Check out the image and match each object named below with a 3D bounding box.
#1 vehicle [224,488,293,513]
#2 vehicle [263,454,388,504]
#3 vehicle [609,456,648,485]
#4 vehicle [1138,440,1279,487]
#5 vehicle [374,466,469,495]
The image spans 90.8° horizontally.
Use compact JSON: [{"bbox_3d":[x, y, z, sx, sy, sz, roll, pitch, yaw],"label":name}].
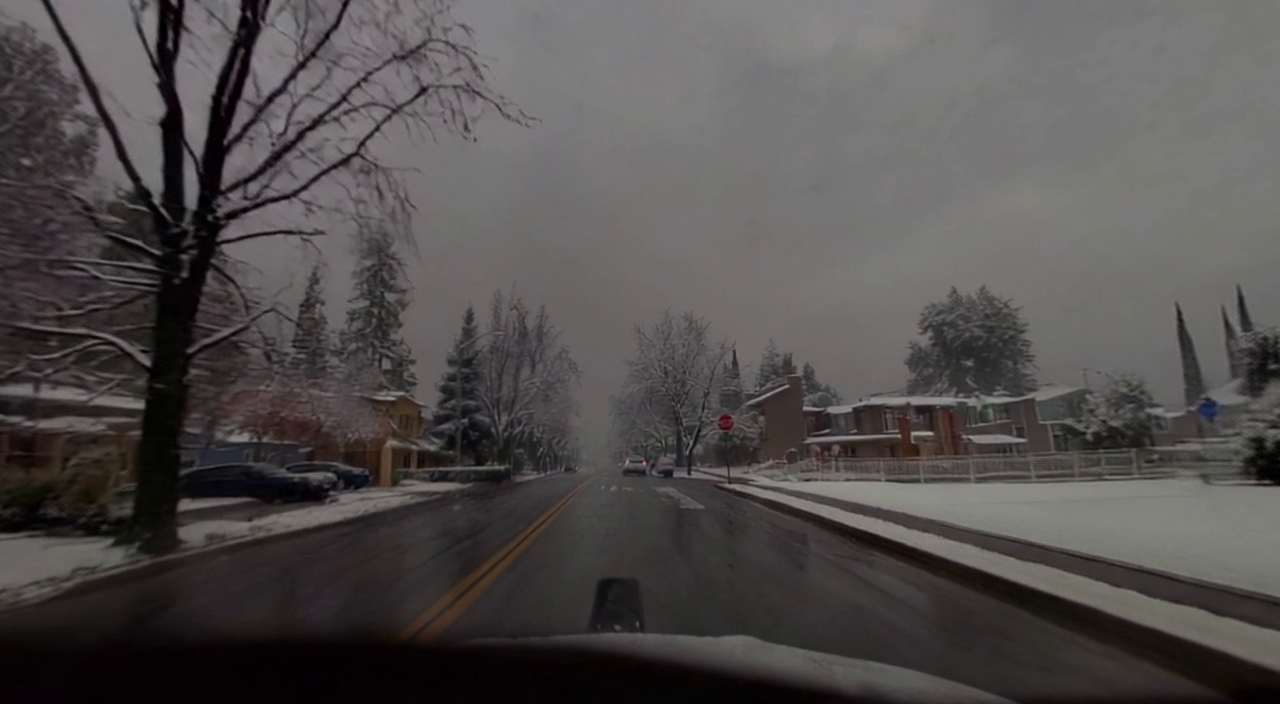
[{"bbox_3d":[-25.837,10.081,42.859,3.733,1.480,1.672,-2,-9,10],"label":"vehicle"},{"bbox_3d":[-17.153,6.890,34.628,5.586,2.532,2.444,-1,-9,8],"label":"vehicle"},{"bbox_3d":[-0.701,6.644,35.540,2.022,1.481,4.050,1,-9,-3],"label":"vehicle"},{"bbox_3d":[23.586,4.551,26.000,4.330,1.767,1.946,-1,-9,15],"label":"vehicle"},{"bbox_3d":[-12.513,7.368,36.302,4.676,1.484,2.068,-1,-9,12],"label":"vehicle"}]
